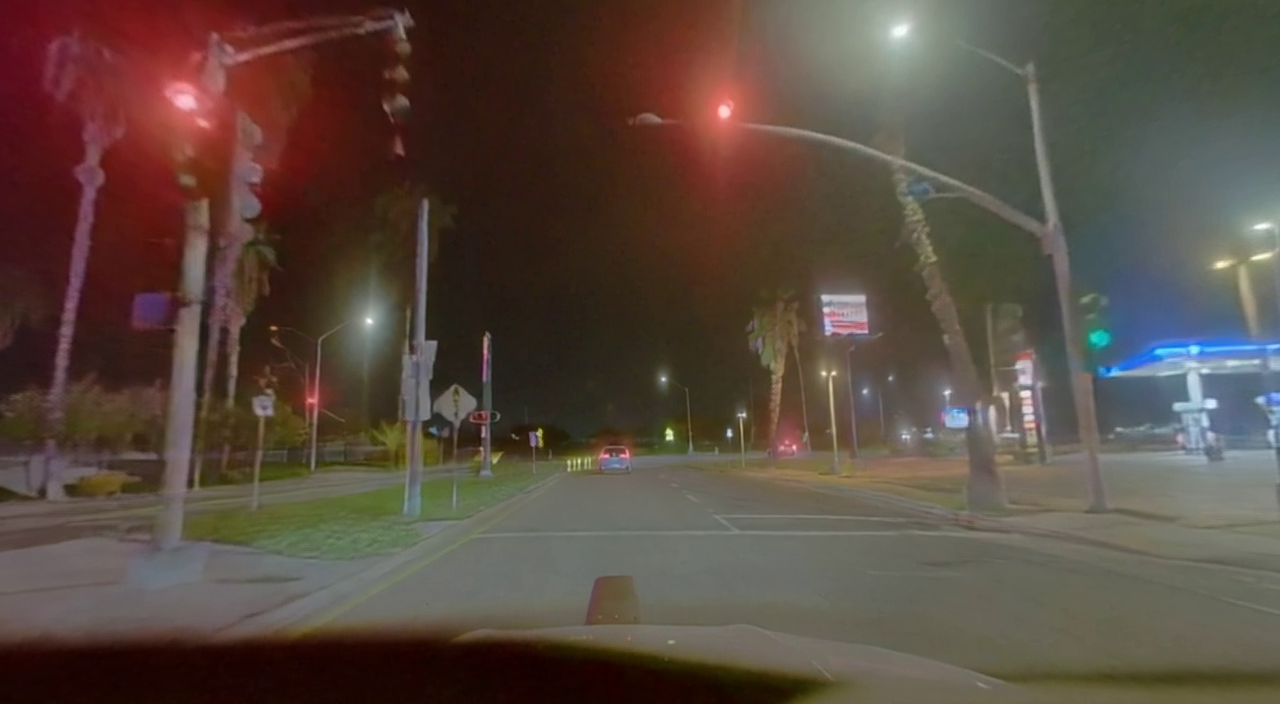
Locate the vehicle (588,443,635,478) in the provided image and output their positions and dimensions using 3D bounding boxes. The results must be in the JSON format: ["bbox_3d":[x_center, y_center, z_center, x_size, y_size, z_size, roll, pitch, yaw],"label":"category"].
[{"bbox_3d":[-1.373,5.172,30.264,2.073,1.525,4.809,1,-9,-3],"label":"vehicle"}]
